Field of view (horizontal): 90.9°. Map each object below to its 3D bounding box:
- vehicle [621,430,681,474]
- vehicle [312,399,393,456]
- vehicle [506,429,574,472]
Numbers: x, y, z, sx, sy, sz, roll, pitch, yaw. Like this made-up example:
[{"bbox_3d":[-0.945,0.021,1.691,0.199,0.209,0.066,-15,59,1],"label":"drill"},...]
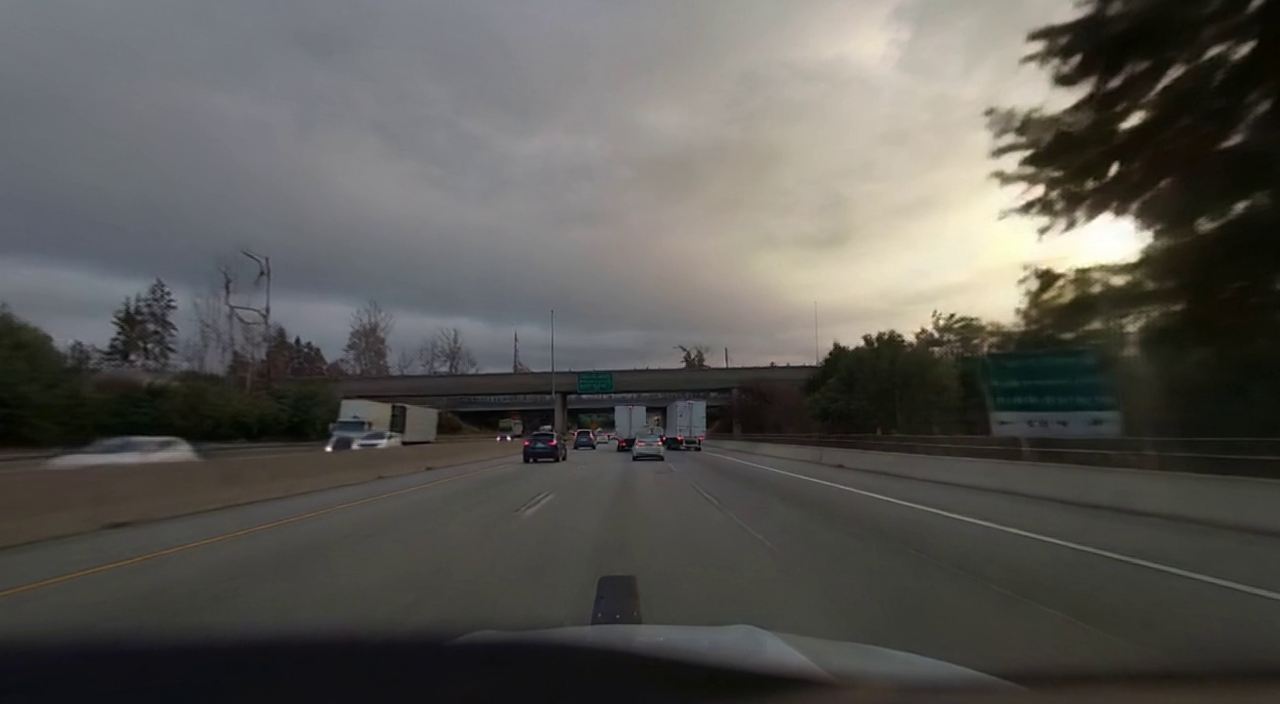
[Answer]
[{"bbox_3d":[0.336,3.719,23.706,2.059,1.522,3.693,0,-8,-1],"label":"vehicle"},{"bbox_3d":[-21.353,5.720,47.213,3.051,3.954,6.368,0,-8,-1],"label":"vehicle"},{"bbox_3d":[-3.870,3.893,25.219,1.979,1.527,4.754,0,-8,-1],"label":"vehicle"}]
